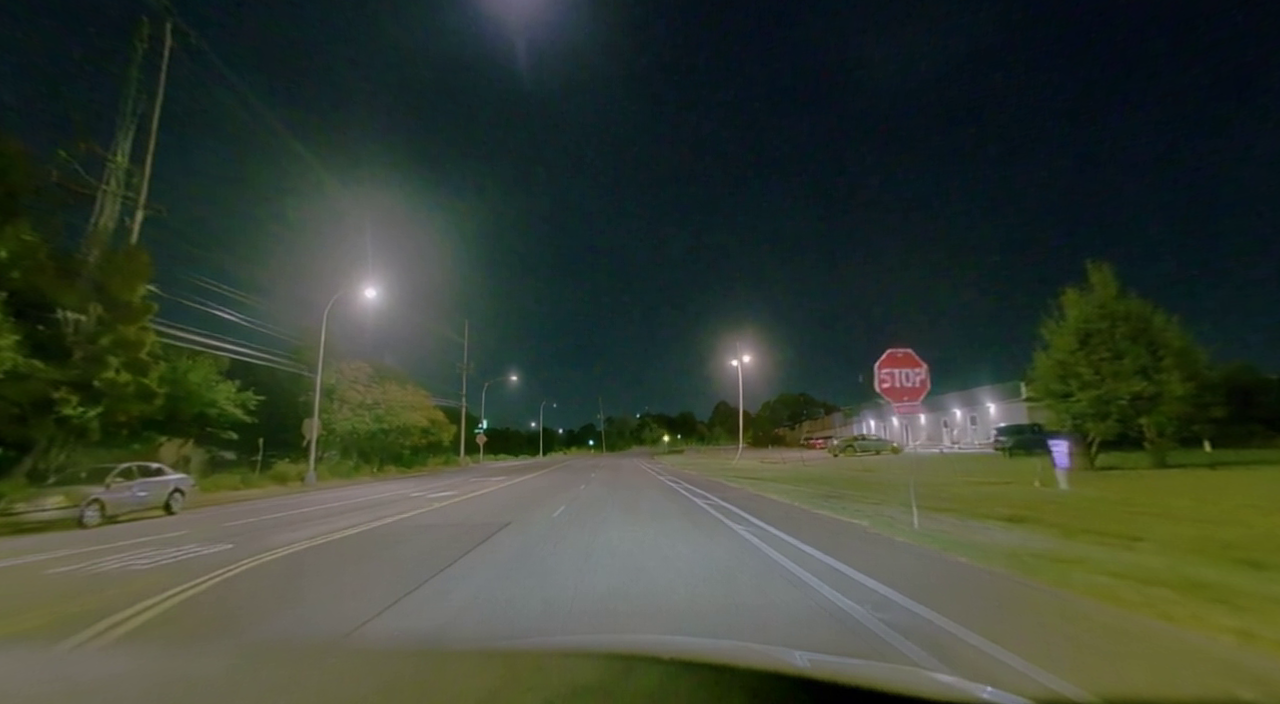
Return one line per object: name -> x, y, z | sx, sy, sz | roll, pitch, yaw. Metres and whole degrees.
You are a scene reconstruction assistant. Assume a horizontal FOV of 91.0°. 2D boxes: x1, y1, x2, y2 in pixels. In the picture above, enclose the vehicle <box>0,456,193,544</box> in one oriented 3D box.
vehicle -> -12.894, 3.347, 14.717 | 1.952, 1.632, 4.200 | -5, -9, -2
